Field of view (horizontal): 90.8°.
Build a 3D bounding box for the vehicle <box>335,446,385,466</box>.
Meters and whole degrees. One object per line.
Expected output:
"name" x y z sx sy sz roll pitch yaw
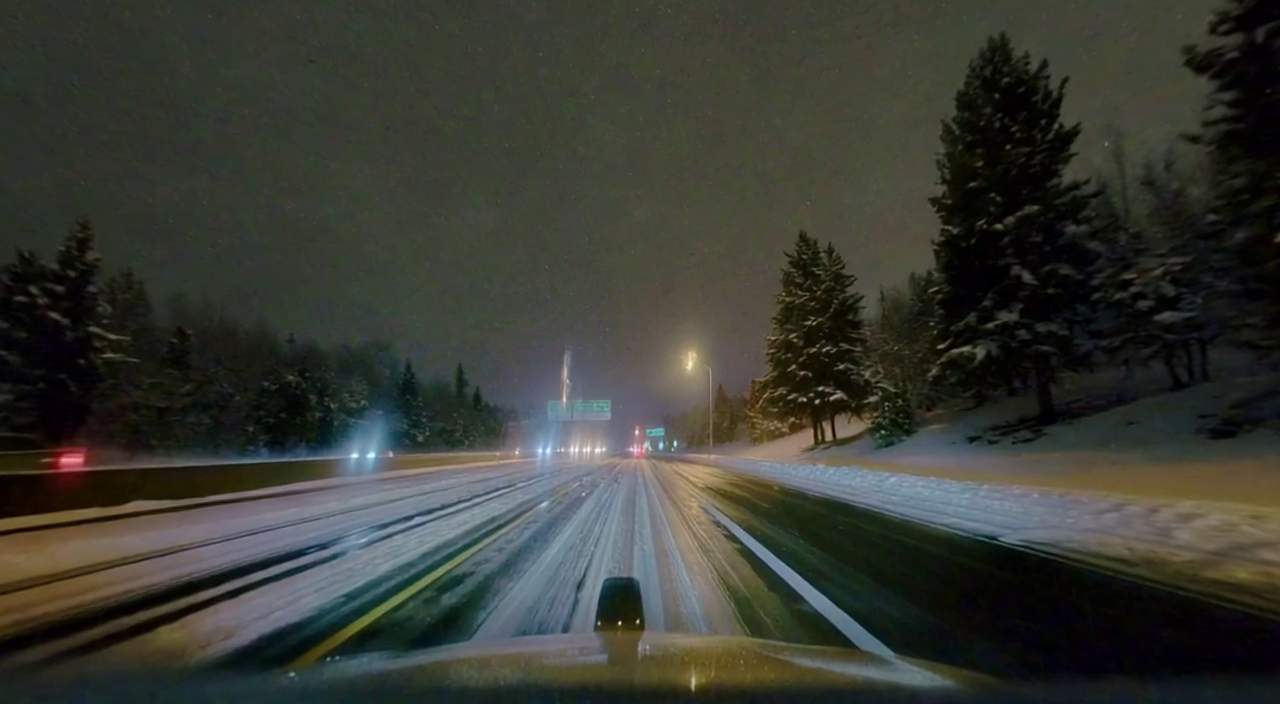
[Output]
"vehicle" -21.660 8.022 48.967 1.799 1.442 4.505 0 -9 0
